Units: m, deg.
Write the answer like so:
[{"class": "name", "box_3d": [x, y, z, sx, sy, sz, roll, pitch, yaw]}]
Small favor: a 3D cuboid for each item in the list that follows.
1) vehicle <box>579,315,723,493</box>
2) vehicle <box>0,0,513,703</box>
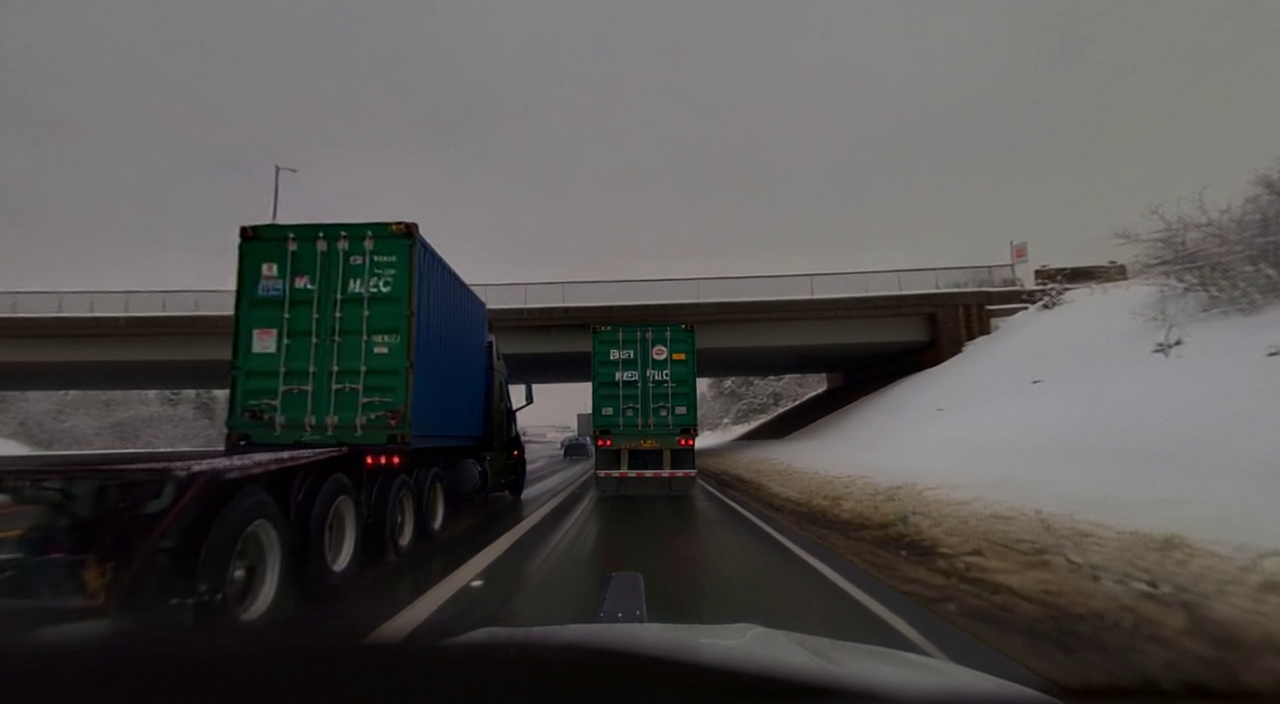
[{"class": "vehicle", "box_3d": [0.224, 1.753, 18.756, 3.357, 4.212, 7.519, 0, -9, 0]}, {"class": "vehicle", "box_3d": [-3.707, -0.219, 3.809, 2.873, 4.198, 13.317, -1, -8, 1]}]
